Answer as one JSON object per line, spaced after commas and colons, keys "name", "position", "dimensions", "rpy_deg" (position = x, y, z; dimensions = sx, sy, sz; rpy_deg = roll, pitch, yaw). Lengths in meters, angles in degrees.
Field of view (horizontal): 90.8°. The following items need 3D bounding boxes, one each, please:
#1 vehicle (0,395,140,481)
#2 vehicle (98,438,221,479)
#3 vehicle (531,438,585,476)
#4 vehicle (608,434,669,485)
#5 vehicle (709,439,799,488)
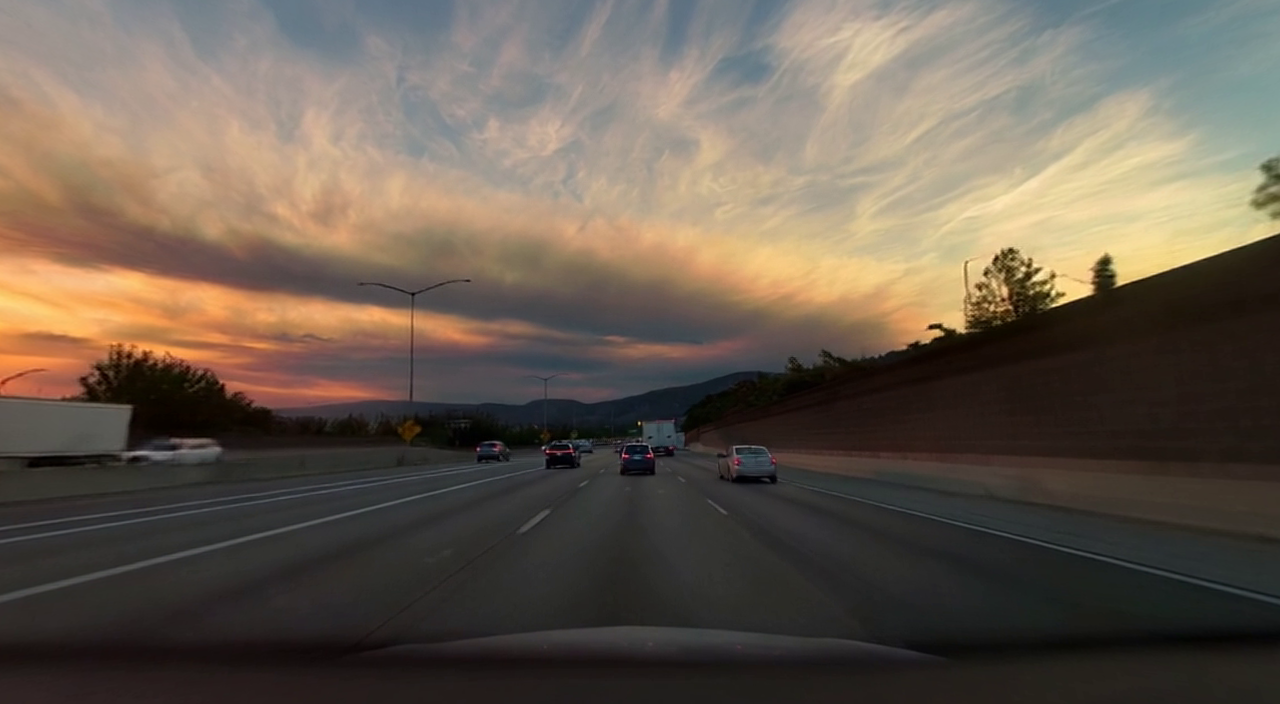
{"name": "vehicle", "position": [-30.804, 3.853, 28.334], "dimensions": [3.101, 3.887, 16.562], "rpy_deg": [0, -8, 1]}
{"name": "vehicle", "position": [-19.354, 4.292, 25.681], "dimensions": [2.084, 1.519, 3.662], "rpy_deg": [0, -8, 0]}
{"name": "vehicle", "position": [-3.951, 5.110, 31.107], "dimensions": [1.988, 1.696, 4.754], "rpy_deg": [0, -8, 0]}
{"name": "vehicle", "position": [-0.074, 4.024, 23.962], "dimensions": [2.103, 1.717, 4.399], "rpy_deg": [0, -8, 0]}
{"name": "vehicle", "position": [3.778, 3.794, 21.917], "dimensions": [2.146, 1.482, 4.665], "rpy_deg": [0, -8, -2]}
